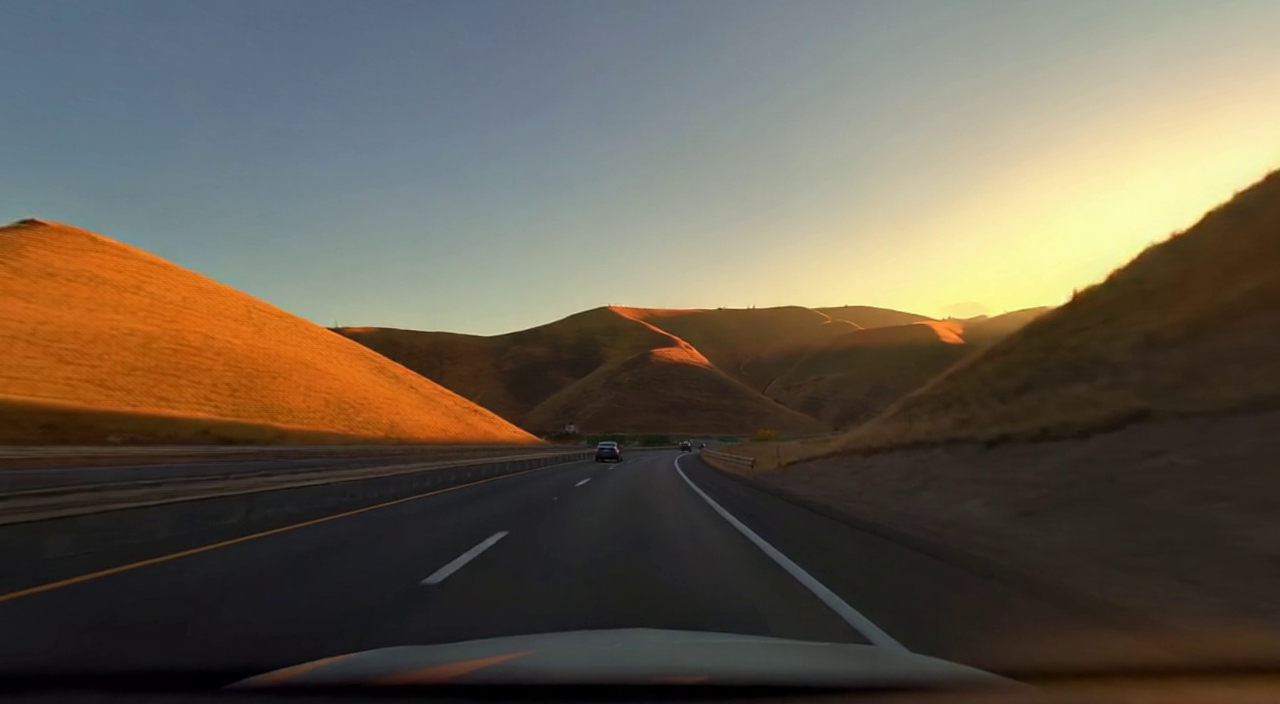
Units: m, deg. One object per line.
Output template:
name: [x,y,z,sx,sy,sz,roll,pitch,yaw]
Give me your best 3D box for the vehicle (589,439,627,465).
vehicle: [-2.260,7.231,45.890,2.252,1.743,4.560,-1,-9,3]
